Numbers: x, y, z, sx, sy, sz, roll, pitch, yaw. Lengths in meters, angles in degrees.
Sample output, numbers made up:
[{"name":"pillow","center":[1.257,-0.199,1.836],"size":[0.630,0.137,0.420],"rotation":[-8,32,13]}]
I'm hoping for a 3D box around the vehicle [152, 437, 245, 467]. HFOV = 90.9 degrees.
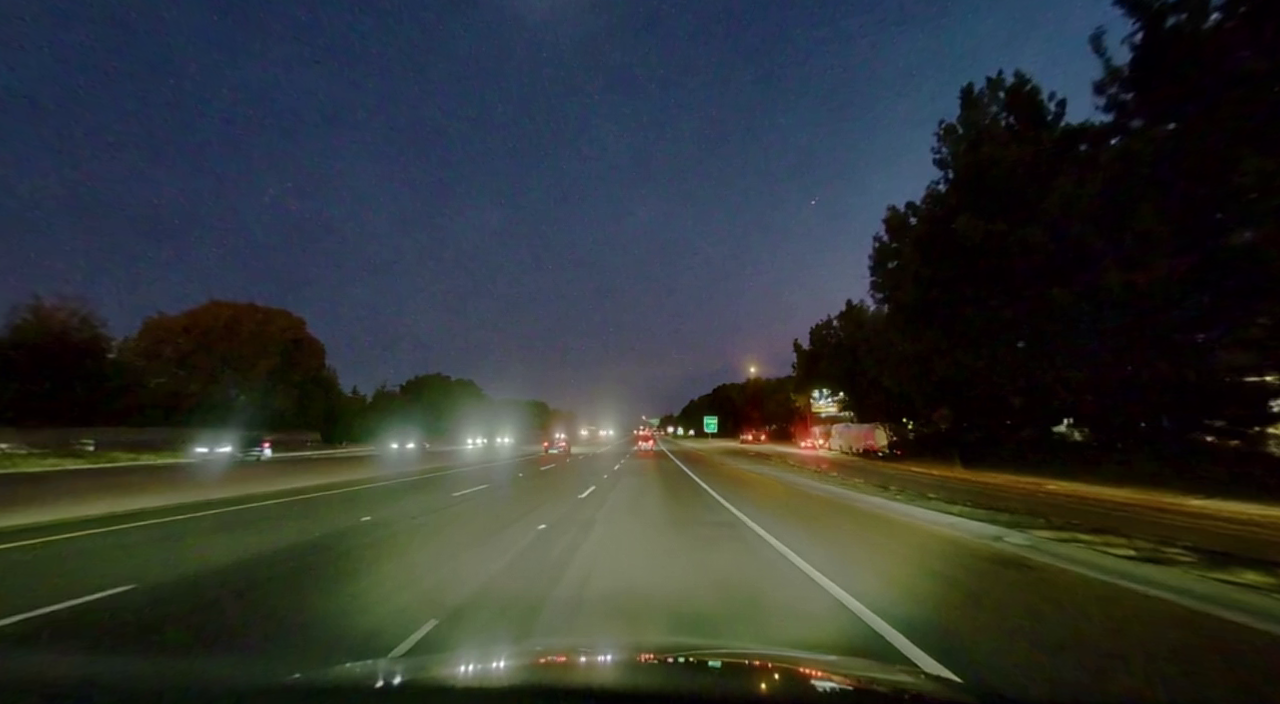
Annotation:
[{"name":"vehicle","center":[-22.146,5.016,31.817],"size":[1.860,1.421,3.805],"rotation":[0,-8,1]}]
